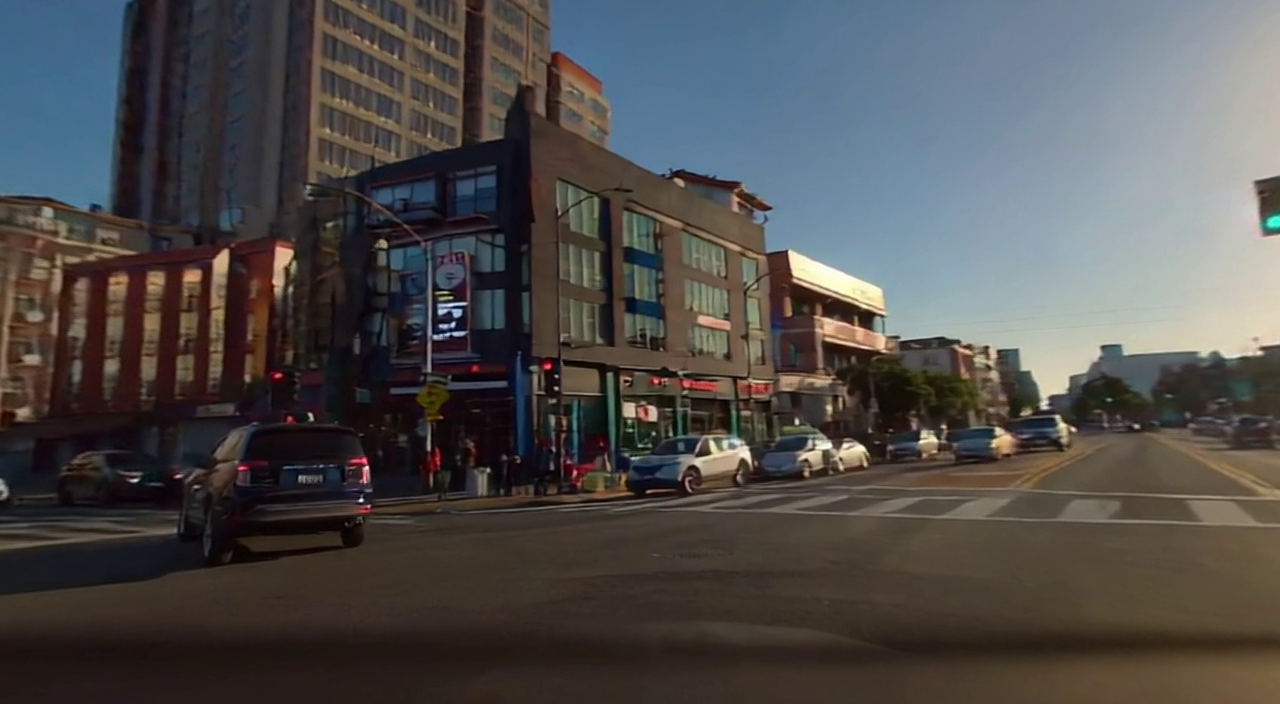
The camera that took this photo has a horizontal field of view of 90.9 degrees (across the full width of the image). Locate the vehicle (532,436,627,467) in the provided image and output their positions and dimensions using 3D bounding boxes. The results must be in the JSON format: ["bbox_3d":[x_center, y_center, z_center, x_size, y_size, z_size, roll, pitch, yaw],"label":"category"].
[{"bbox_3d":[-2.917,4.670,29.789,4.286,1.210,1.877,-6,-5,37],"label":"vehicle"}]

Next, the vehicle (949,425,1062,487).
[{"bbox_3d":[10.365,2.885,17.709,2.149,1.487,4.667,-6,-10,36],"label":"vehicle"}]

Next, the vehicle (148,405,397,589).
[{"bbox_3d":[-5.421,1.843,8.978,2.157,1.863,4.665,7,-11,-39],"label":"vehicle"}]

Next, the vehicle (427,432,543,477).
[{"bbox_3d":[-6.398,4.201,25.967,4.511,1.670,2.082,-6,-12,35],"label":"vehicle"}]

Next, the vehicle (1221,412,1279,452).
[{"bbox_3d":[32.791,4.299,33.385,2.115,1.932,5.189,-6,-10,34],"label":"vehicle"}]

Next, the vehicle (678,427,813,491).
[{"bbox_3d":[3.452,3.302,19.788,1.993,1.708,5.219,-6,-10,36],"label":"vehicle"}]

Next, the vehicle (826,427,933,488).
[{"bbox_3d":[7.126,3.067,18.549,1.931,1.561,3.882,-6,-10,35],"label":"vehicle"}]
